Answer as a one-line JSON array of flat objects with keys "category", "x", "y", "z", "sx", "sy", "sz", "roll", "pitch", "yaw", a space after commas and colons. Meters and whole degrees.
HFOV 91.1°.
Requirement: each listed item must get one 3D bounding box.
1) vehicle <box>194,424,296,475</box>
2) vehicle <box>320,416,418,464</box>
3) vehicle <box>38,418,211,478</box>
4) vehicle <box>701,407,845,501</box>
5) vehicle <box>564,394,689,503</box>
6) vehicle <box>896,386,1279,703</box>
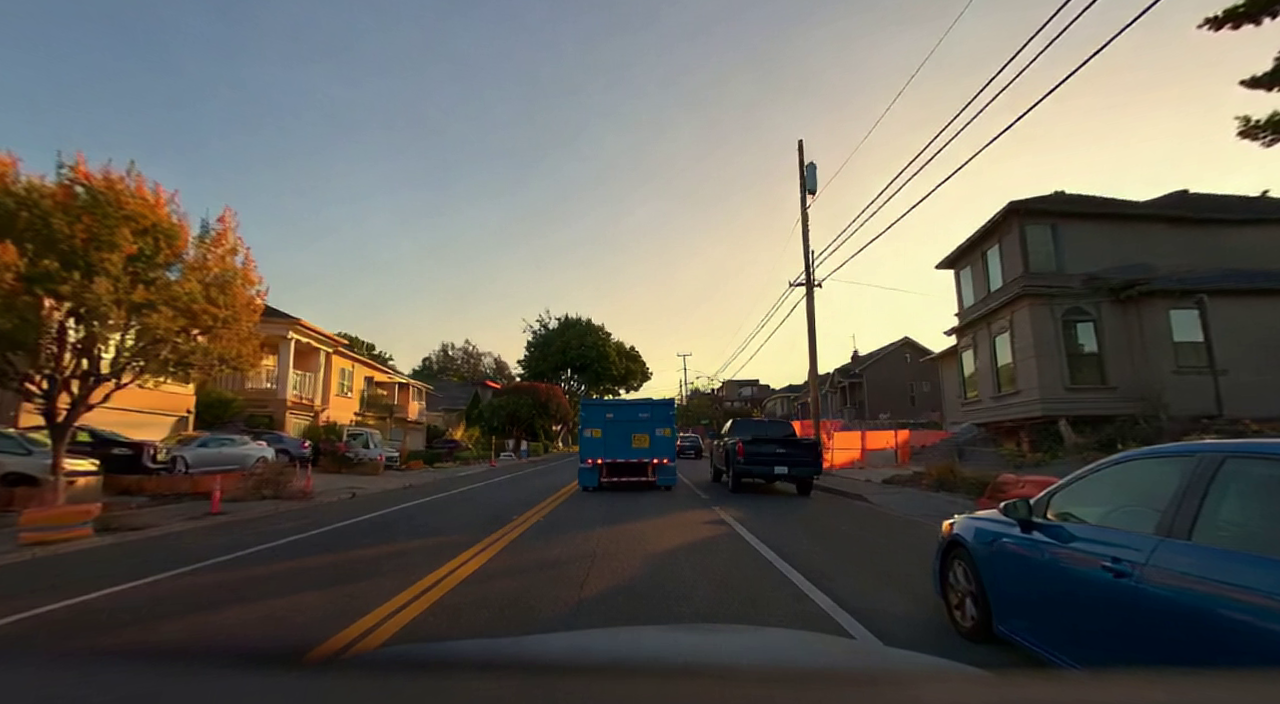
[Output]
[{"category": "vehicle", "x": -14.943, "y": 3.709, "z": 24.043, "sx": 2.010, "sy": 1.721, "sz": 4.499, "roll": 2, "pitch": -9, "yaw": -16}, {"category": "vehicle", "x": -13.397, "y": 4.442, "z": 31.537, "sx": 2.475, "sy": 2.157, "sz": 5.567, "roll": 0, "pitch": -8, "yaw": -1}, {"category": "vehicle", "x": -16.870, "y": 3.155, "z": 20.666, "sx": 4.184, "sy": 1.831, "sz": 1.940, "roll": -1, "pitch": -9, "yaw": 8}, {"category": "vehicle", "x": 3.112, "y": 2.593, "z": 16.243, "sx": 2.486, "sy": 1.993, "sz": 5.667, "roll": 0, "pitch": -8, "yaw": 0}, {"category": "vehicle", "x": -0.228, "y": 2.609, "z": 17.291, "sx": 2.751, "sy": 2.361, "sz": 6.347, "roll": 2, "pitch": -8, "yaw": 2}, {"category": "vehicle", "x": 3.000, "y": 0.953, "z": 2.573, "sx": 2.010, "sy": 1.499, "sz": 4.481, "roll": 0, "pitch": -8, "yaw": 0}]
